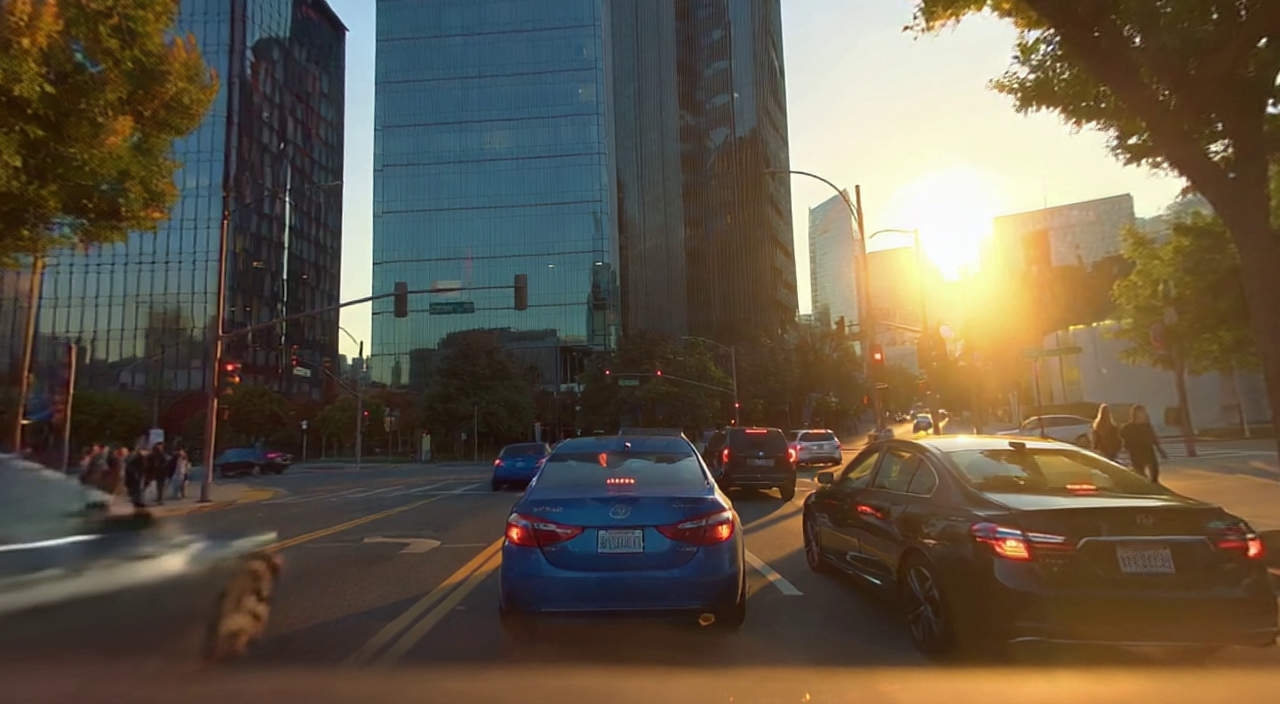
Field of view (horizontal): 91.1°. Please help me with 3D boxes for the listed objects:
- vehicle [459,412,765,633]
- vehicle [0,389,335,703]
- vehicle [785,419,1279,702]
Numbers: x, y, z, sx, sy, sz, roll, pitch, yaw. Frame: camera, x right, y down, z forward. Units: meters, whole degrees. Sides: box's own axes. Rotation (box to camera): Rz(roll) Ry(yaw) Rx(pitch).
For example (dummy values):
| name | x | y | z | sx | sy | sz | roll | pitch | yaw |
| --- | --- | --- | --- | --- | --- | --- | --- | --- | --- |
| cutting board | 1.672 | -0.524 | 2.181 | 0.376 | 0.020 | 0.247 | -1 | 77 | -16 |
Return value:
| name | x | y | z | sx | sy | sz | roll | pitch | yaw |
| --- | --- | --- | --- | --- | --- | --- | --- | --- | --- |
| vehicle | -0.265 | 1.460 | 6.386 | 2.072 | 1.476 | 4.078 | 0 | -8 | -2 |
| vehicle | -3.299 | 0.919 | 2.406 | 2.068 | 1.513 | 4.221 | 0 | -8 | 1 |
| vehicle | 2.751 | 1.398 | 5.428 | 1.952 | 1.464 | 4.165 | 0 | -8 | -1 |
